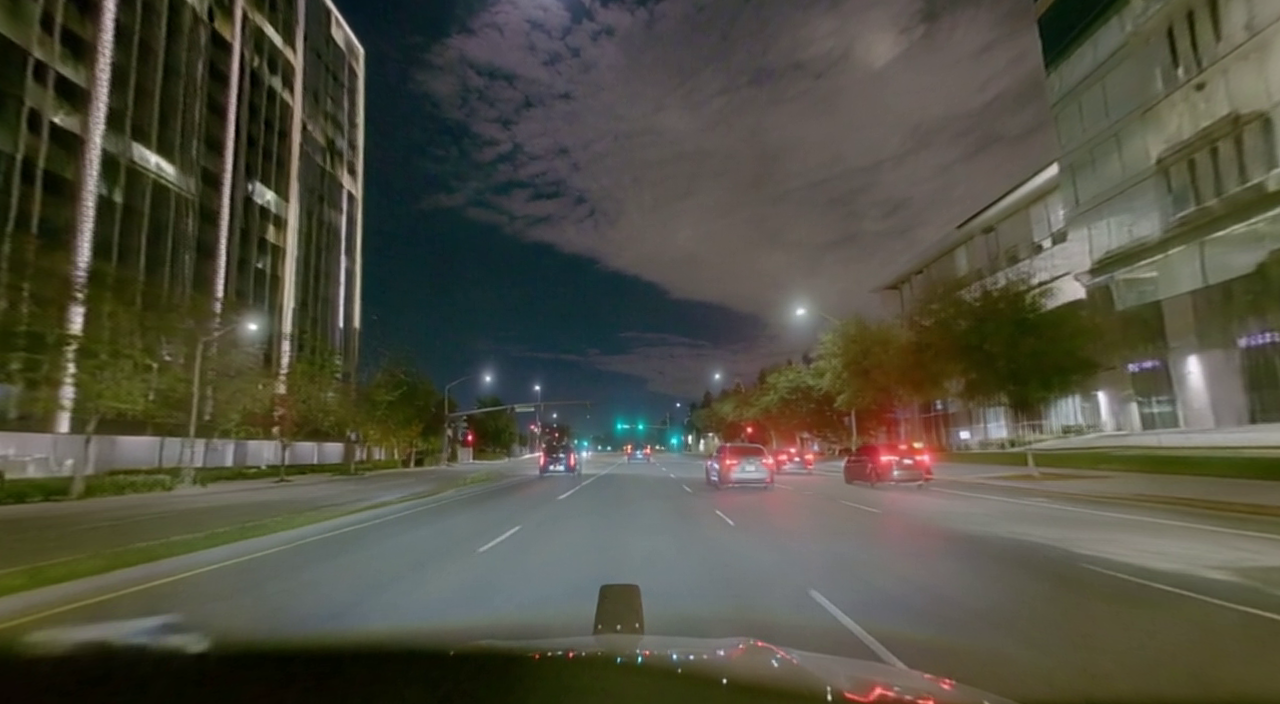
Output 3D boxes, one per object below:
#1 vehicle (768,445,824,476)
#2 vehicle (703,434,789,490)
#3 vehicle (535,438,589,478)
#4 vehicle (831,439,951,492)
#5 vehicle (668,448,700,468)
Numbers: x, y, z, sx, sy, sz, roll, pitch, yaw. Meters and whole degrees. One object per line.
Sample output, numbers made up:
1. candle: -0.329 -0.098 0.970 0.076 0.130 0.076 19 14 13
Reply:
1. vehicle: 8.161 5.701 33.472 1.884 1.478 4.164 0 -9 0
2. vehicle: 3.611 3.852 22.475 2.152 1.742 4.704 0 -9 -1
3. vehicle: -3.770 5.228 31.350 2.155 1.797 3.989 -1 -9 0
4. vehicle: 8.030 3.674 20.761 1.944 1.503 4.723 0 -9 0
5. vehicle: 3.388 8.285 49.758 2.054 1.473 4.511 0 -9 -1
